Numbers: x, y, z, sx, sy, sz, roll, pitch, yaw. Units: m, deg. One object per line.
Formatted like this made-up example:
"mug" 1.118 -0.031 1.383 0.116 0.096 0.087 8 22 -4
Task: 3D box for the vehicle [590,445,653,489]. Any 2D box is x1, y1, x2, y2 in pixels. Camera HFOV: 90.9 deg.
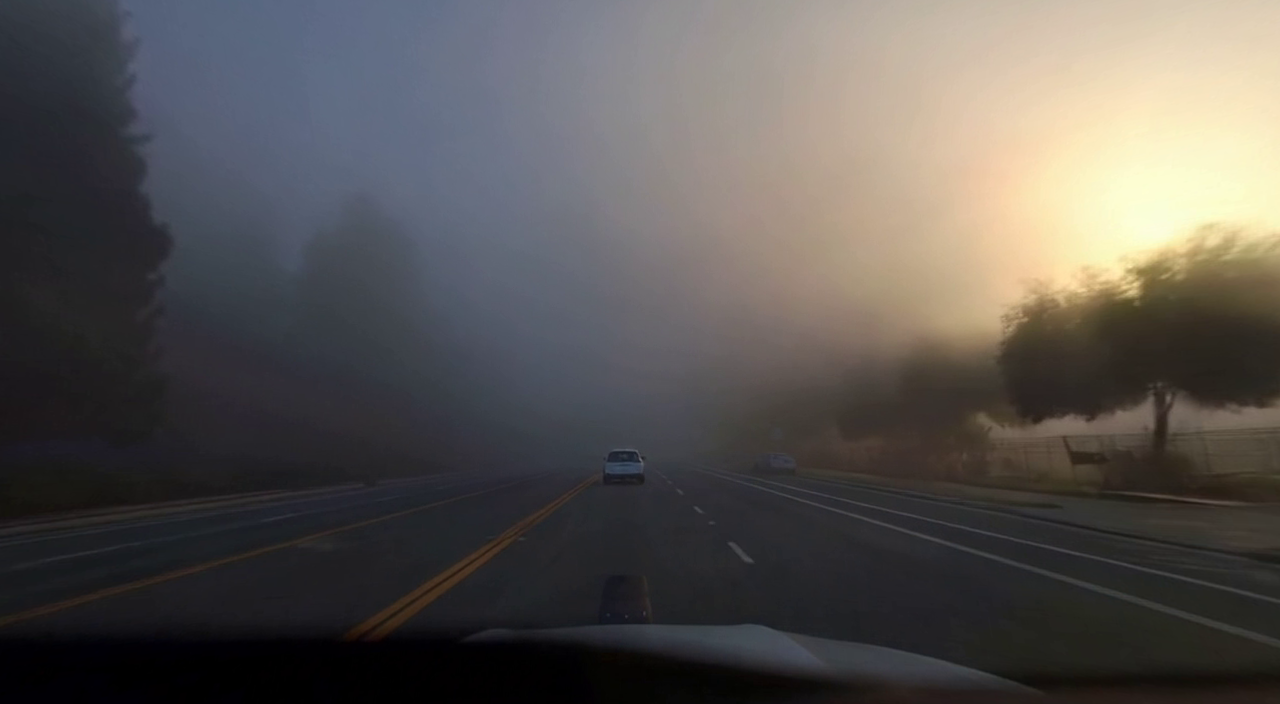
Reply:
"vehicle" -0.595 4.177 23.288 2.099 1.470 4.302 0 -8 0

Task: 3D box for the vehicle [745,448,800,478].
"vehicle" 7.401 6.219 35.628 2.164 1.511 4.571 0 -8 1
